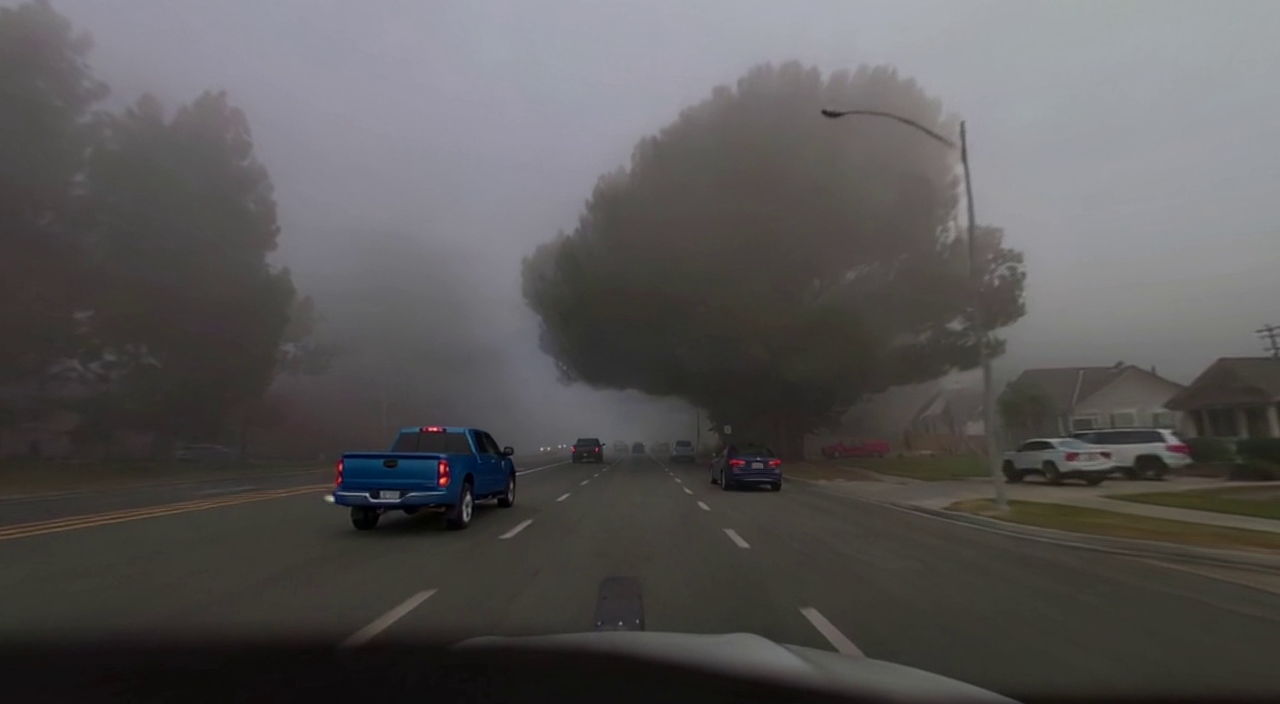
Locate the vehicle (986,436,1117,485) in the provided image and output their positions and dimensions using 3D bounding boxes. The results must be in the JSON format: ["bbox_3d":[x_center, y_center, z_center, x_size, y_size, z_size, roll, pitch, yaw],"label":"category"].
[{"bbox_3d":[13.952,3.677,21.779,1.929,1.502,4.177,0,-8,4],"label":"vehicle"}]

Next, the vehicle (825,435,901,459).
[{"bbox_3d":[16.236,6.922,46.090,4.759,1.673,1.972,0,-8,-3],"label":"vehicle"}]

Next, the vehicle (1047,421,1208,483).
[{"bbox_3d":[16.569,3.475,21.866,2.040,1.784,4.533,-3,-10,3],"label":"vehicle"}]

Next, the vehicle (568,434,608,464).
[{"bbox_3d":[-3.406,6.471,42.333,2.218,1.829,4.492,0,-8,1],"label":"vehicle"}]

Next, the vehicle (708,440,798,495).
[{"bbox_3d":[3.295,3.420,19.244,1.884,1.463,4.195,0,-8,-1],"label":"vehicle"}]

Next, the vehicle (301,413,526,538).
[{"bbox_3d":[-3.678,2.107,11.620,2.111,1.745,5.274,0,-8,1],"label":"vehicle"}]

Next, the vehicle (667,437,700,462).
[{"bbox_3d":[3.369,7.684,49.990,2.099,1.845,4.363,0,-8,-2],"label":"vehicle"}]
